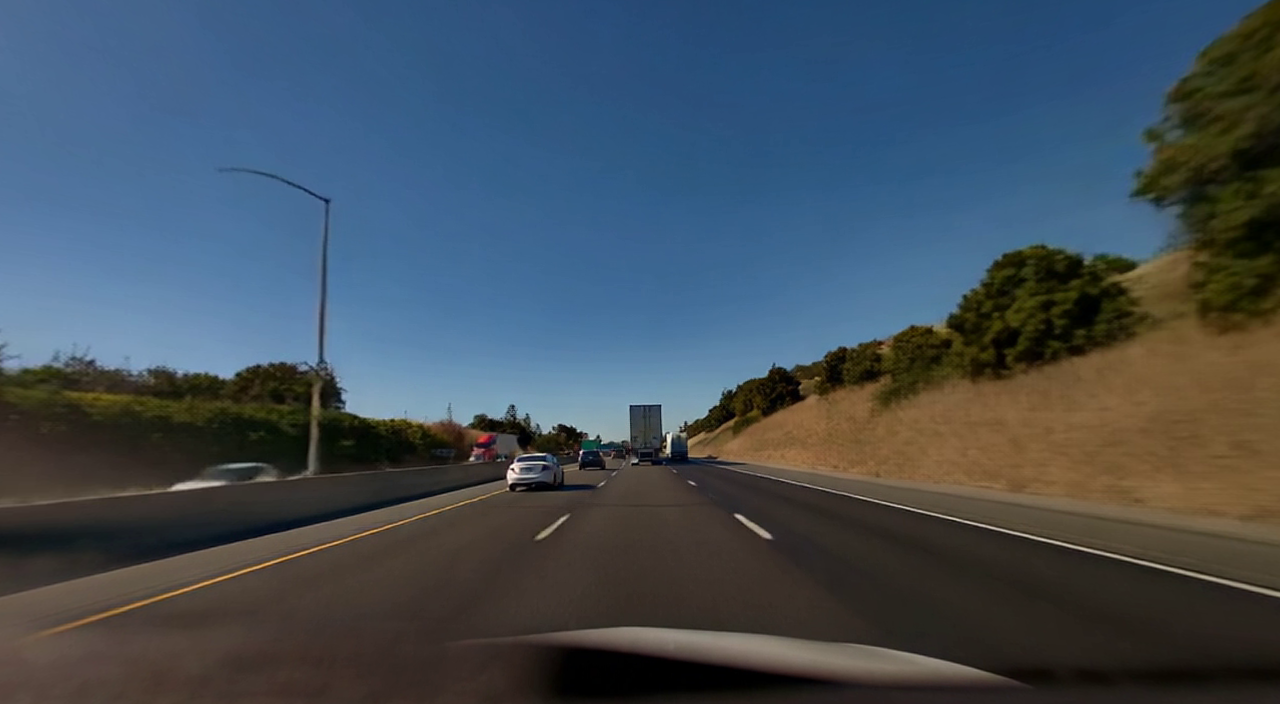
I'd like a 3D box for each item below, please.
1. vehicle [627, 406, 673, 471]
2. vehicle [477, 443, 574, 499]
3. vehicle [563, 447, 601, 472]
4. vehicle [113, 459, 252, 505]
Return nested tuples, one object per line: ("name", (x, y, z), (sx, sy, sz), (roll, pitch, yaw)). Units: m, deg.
("vehicle", (0.601, 6.242, 45.194), (2.919, 4.048, 11.010), (0, -9, 0))
("vehicle", (-3.359, 3.582, 19.466), (2.053, 1.489, 4.740), (0, -9, 1))
("vehicle", (-3.712, 6.949, 41.042), (2.051, 1.537, 4.111), (0, -9, 0))
("vehicle", (-17.028, 4.826, 23.823), (1.833, 1.480, 4.549), (0, -9, 0))
